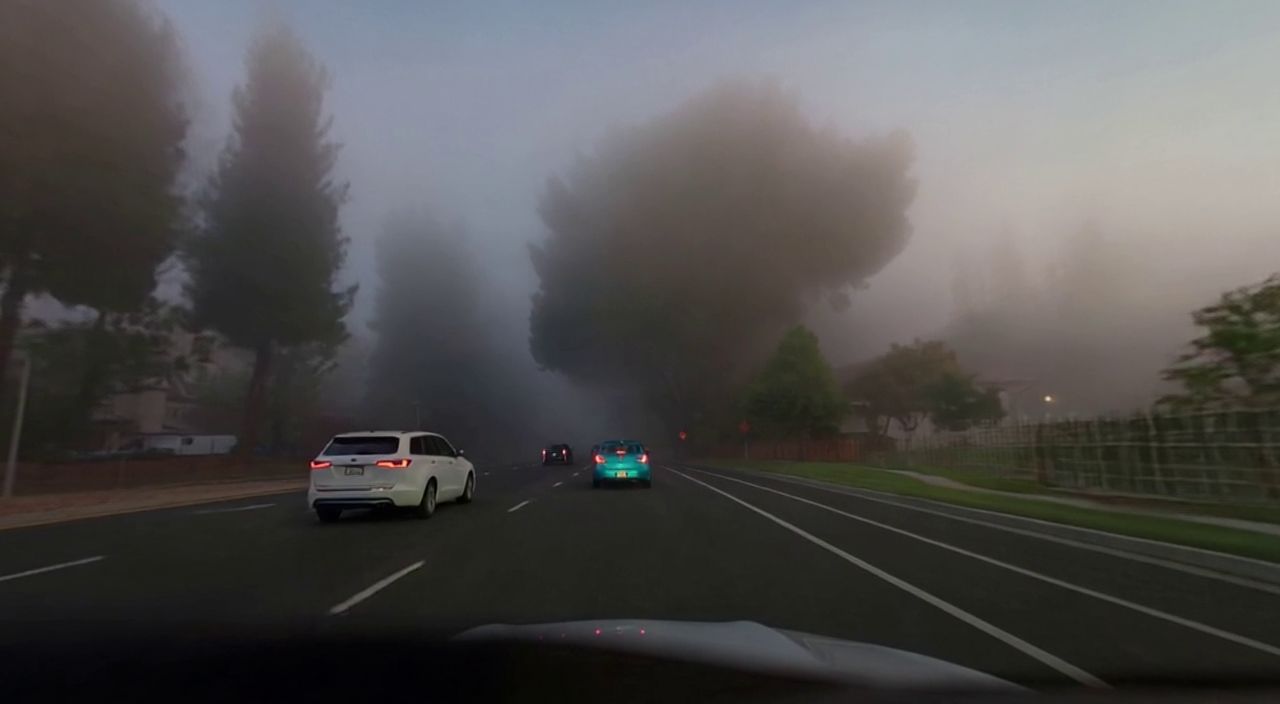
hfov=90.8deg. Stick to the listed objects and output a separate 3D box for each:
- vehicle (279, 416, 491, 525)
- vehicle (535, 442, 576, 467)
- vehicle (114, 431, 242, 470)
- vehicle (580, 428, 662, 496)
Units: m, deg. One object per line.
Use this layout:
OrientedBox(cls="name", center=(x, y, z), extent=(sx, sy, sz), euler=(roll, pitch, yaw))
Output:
OrientedBox(cls="vehicle", center=(-4.598, 2.223, 12.393), extent=(2.243, 1.722, 4.621), euler=(0, -8, 0))
OrientedBox(cls="vehicle", center=(-5.327, 6.510, 40.301), extent=(2.014, 1.493, 4.658), euler=(0, -8, -1))
OrientedBox(cls="vehicle", center=(-25.689, 5.504, 35.301), extent=(5.216, 2.058, 2.299), euler=(0, -8, -1))
OrientedBox(cls="vehicle", center=(-0.522, 3.178, 18.616), extent=(2.131, 1.761, 4.242), euler=(0, -8, -1))
